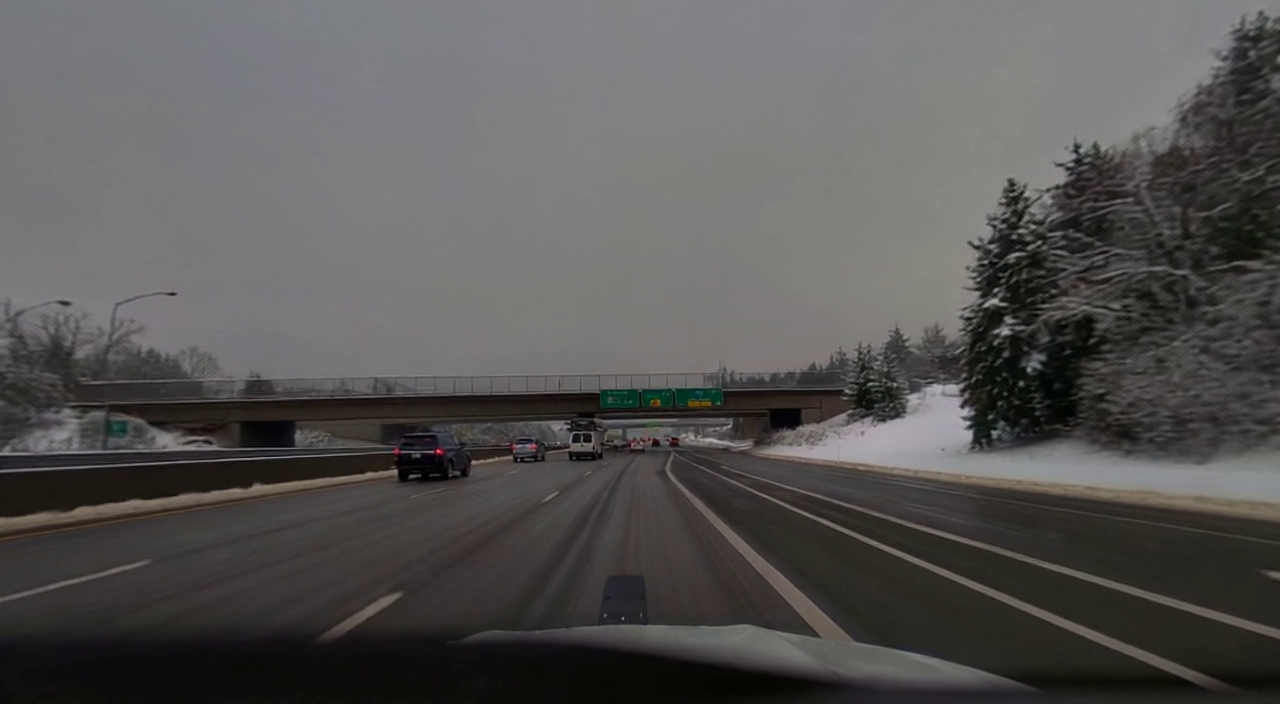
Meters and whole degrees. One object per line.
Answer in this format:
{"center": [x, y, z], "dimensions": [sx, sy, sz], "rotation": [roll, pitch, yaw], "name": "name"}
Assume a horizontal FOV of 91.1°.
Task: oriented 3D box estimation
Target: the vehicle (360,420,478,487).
{"center": [-7.137, 3.335, 20.910], "dimensions": [2.179, 1.948, 4.618], "rotation": [0, -8, 1], "name": "vehicle"}

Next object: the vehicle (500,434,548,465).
{"center": [-7.088, 6.008, 38.862], "dimensions": [2.109, 1.784, 4.709], "rotation": [0, -8, 0], "name": "vehicle"}

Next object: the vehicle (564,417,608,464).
{"center": [-3.406, 5.800, 41.063], "dimensions": [2.301, 2.843, 6.458], "rotation": [0, -8, 0], "name": "vehicle"}
